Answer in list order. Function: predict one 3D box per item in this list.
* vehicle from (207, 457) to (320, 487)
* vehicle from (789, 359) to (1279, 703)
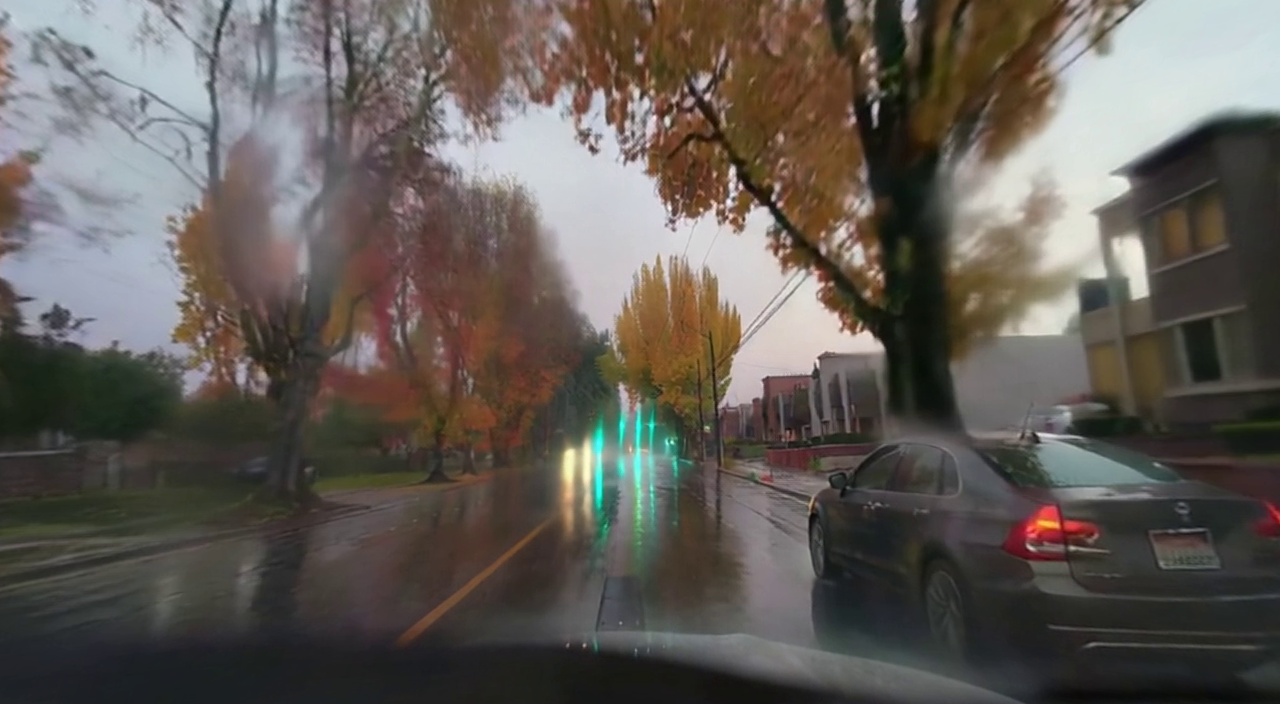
[{"bbox_3d":[-19.528,6.217,32.923,4.610,1.463,1.841,1,-9,-6],"label":"vehicle"},{"bbox_3d":[3.024,1.283,5.373,2.224,1.791,4.834,0,-9,-1],"label":"vehicle"}]
